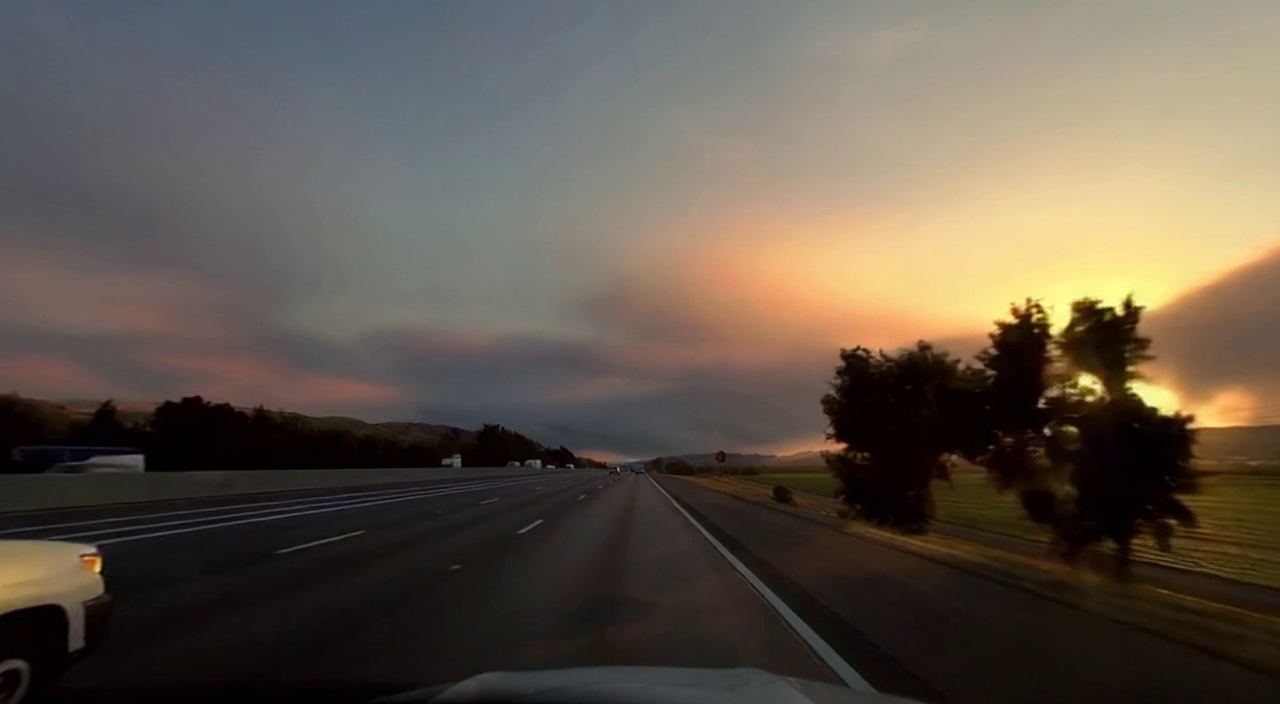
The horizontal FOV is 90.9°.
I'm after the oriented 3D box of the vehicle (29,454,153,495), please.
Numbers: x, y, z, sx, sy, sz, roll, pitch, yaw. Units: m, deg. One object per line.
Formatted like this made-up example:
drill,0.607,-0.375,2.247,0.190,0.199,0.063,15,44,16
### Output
vehicle,-28.815,6.432,33.353,2.094,1.949,5.012,1,-10,-3
